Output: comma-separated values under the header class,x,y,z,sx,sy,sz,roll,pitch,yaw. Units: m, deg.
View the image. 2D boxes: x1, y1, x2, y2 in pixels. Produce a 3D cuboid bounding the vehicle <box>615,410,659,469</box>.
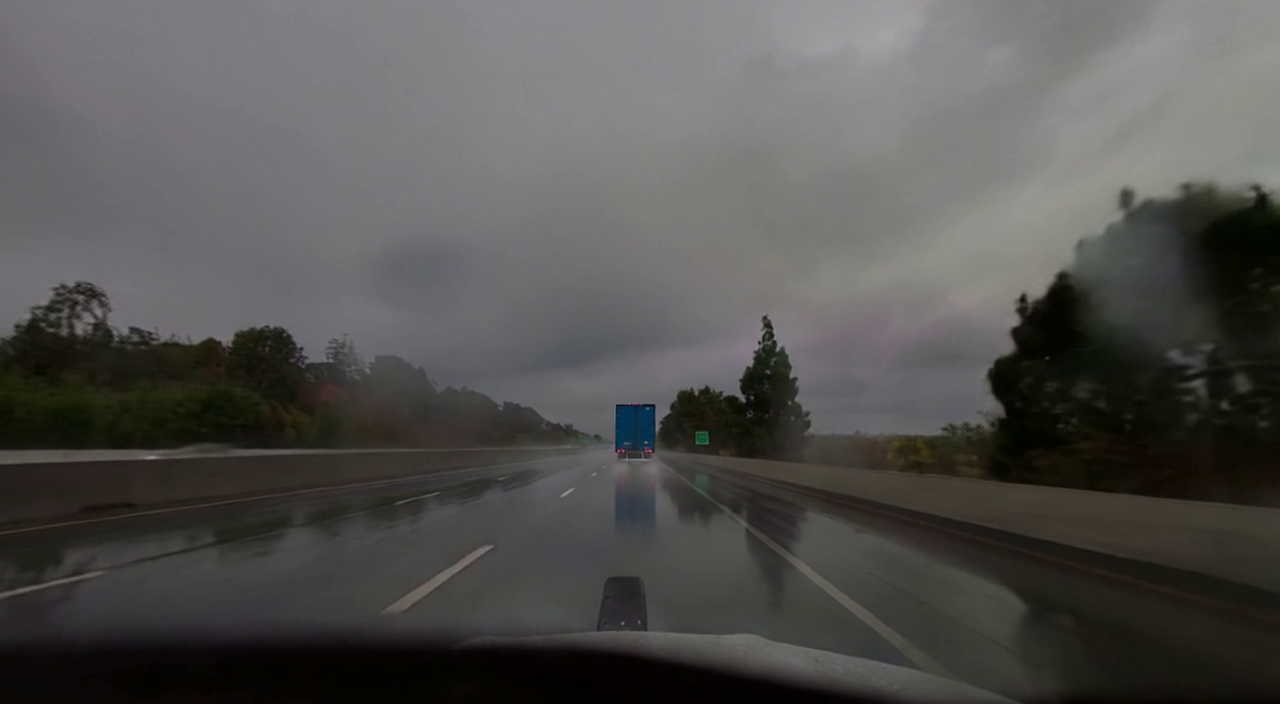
class,x,y,z,sx,sy,sz,roll,pitch,yaw
vehicle,-0.330,6.752,47.982,2.982,3.947,11.075,0,-9,-1
